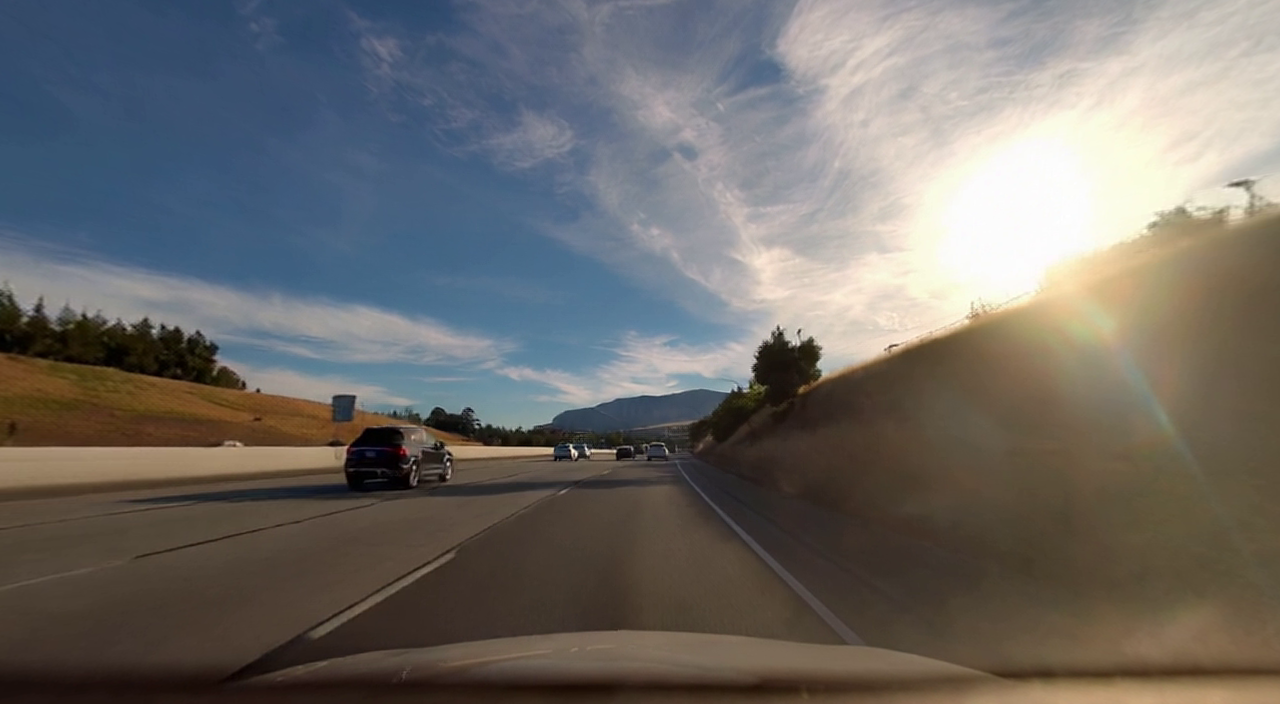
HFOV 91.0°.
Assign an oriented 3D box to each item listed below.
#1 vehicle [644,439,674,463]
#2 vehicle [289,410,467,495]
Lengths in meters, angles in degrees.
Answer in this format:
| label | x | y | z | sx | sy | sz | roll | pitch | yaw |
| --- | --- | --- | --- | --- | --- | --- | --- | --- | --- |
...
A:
| label | x | y | z | sx | sy | sz | roll | pitch | yaw |
| --- | --- | --- | --- | --- | --- | --- | --- | --- | --- |
| vehicle | 1.420 | 7.359 | 46.815 | 2.141 | 1.706 | 4.065 | 0 | -8 | 2 |
| vehicle | -6.955 | 2.787 | 17.680 | 2.438 | 1.967 | 5.596 | 0 | -8 | 2 |
